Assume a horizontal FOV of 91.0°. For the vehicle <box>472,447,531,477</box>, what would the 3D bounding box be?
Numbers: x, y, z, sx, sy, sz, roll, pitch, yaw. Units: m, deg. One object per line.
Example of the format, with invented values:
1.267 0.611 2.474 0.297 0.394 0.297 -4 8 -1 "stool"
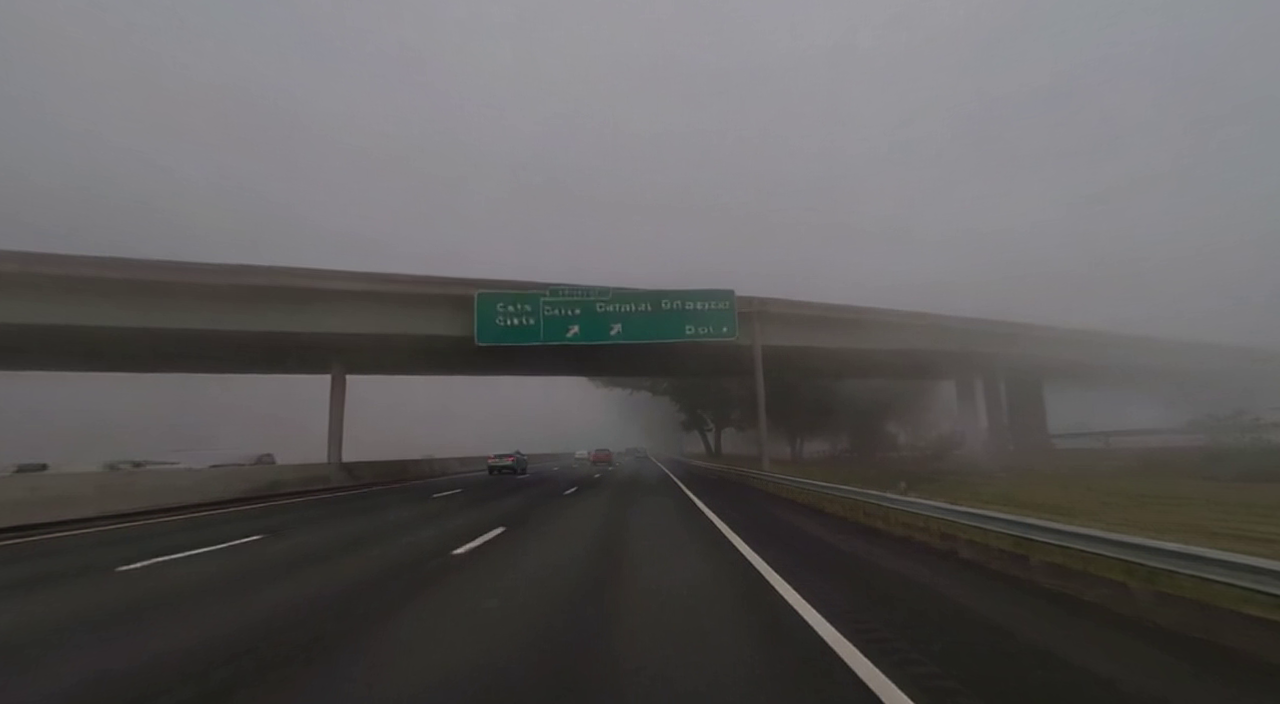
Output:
-7.293 5.832 33.630 2.002 1.507 4.631 0 -9 1 "vehicle"
